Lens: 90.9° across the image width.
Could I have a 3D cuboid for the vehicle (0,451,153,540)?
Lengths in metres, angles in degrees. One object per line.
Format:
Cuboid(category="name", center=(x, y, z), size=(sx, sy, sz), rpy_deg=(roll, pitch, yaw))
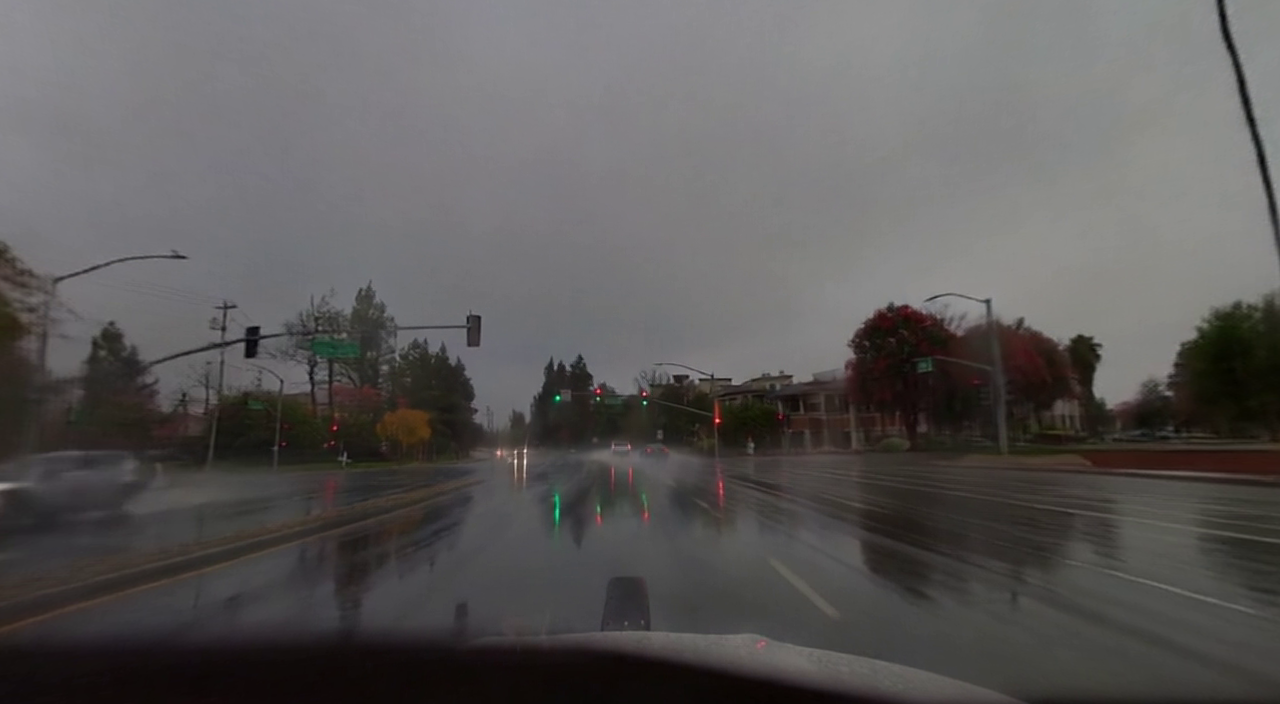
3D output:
Cuboid(category="vehicle", center=(-13.133, 3.020, 13.533), size=(2.017, 1.611, 4.403), rpy_deg=(-3, -8, -3))
